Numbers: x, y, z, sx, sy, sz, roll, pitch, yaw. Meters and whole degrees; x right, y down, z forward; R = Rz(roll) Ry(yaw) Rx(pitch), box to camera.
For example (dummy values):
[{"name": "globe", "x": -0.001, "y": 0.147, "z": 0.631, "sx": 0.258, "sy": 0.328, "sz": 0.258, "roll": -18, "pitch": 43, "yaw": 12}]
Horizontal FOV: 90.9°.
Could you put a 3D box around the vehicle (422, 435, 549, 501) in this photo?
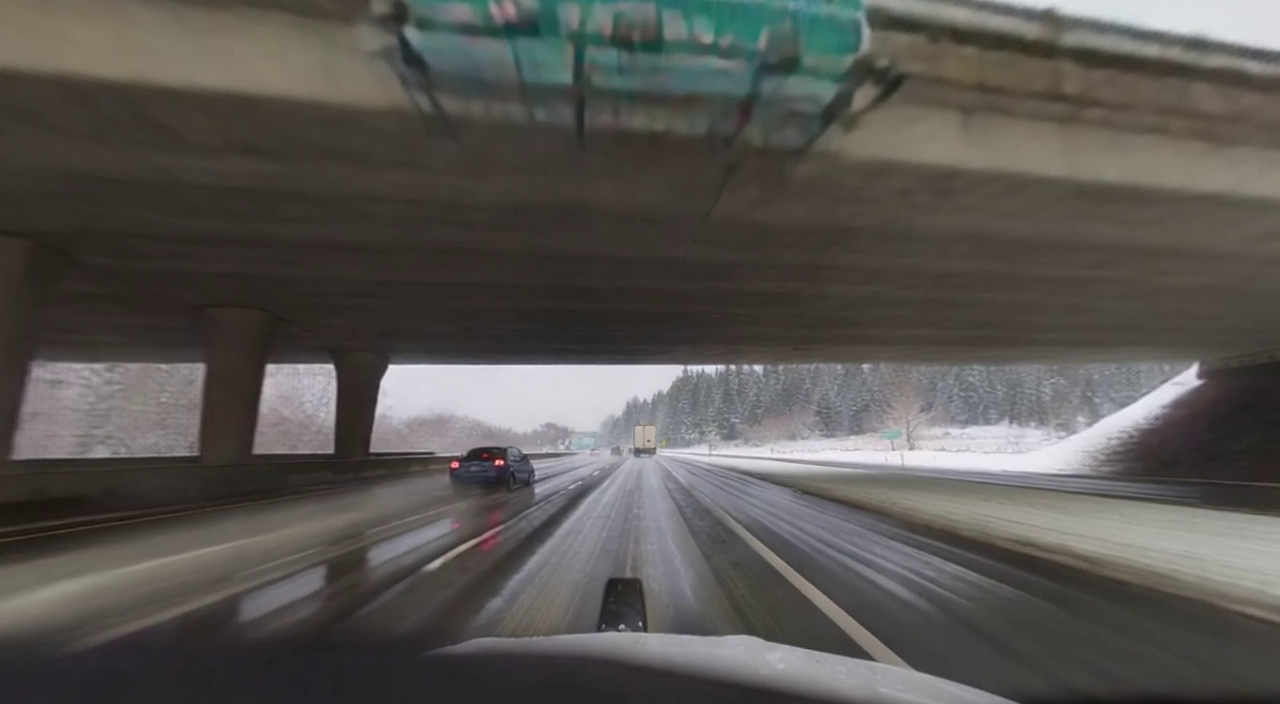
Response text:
[{"name": "vehicle", "x": -4.141, "y": 3.222, "z": 17.941, "sx": 2.235, "sy": 1.593, "sz": 5.077, "roll": 0, "pitch": -9, "yaw": 1}]
